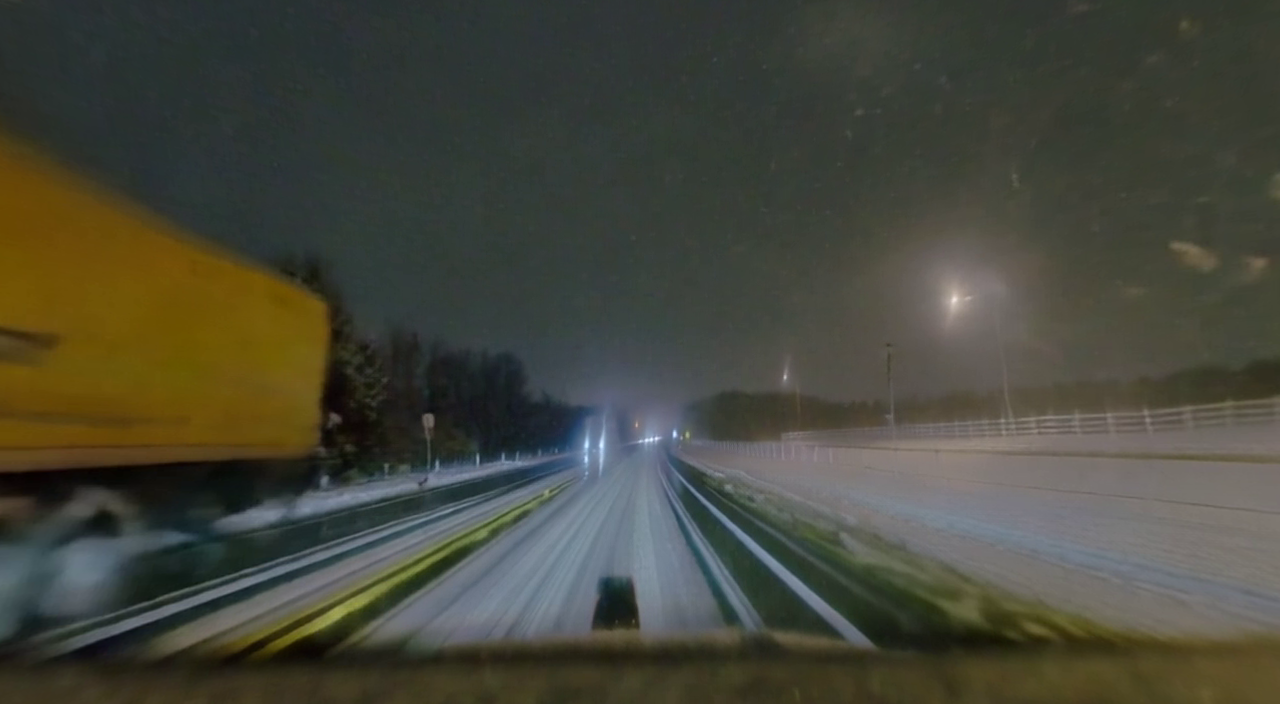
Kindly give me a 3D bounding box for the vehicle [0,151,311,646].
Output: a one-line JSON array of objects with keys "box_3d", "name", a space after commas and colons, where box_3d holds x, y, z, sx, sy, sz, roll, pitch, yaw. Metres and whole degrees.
[{"box_3d": [-5.873, 0.253, 3.852, 2.751, 3.436, 8.990, -1, -8, 1], "name": "vehicle"}]
